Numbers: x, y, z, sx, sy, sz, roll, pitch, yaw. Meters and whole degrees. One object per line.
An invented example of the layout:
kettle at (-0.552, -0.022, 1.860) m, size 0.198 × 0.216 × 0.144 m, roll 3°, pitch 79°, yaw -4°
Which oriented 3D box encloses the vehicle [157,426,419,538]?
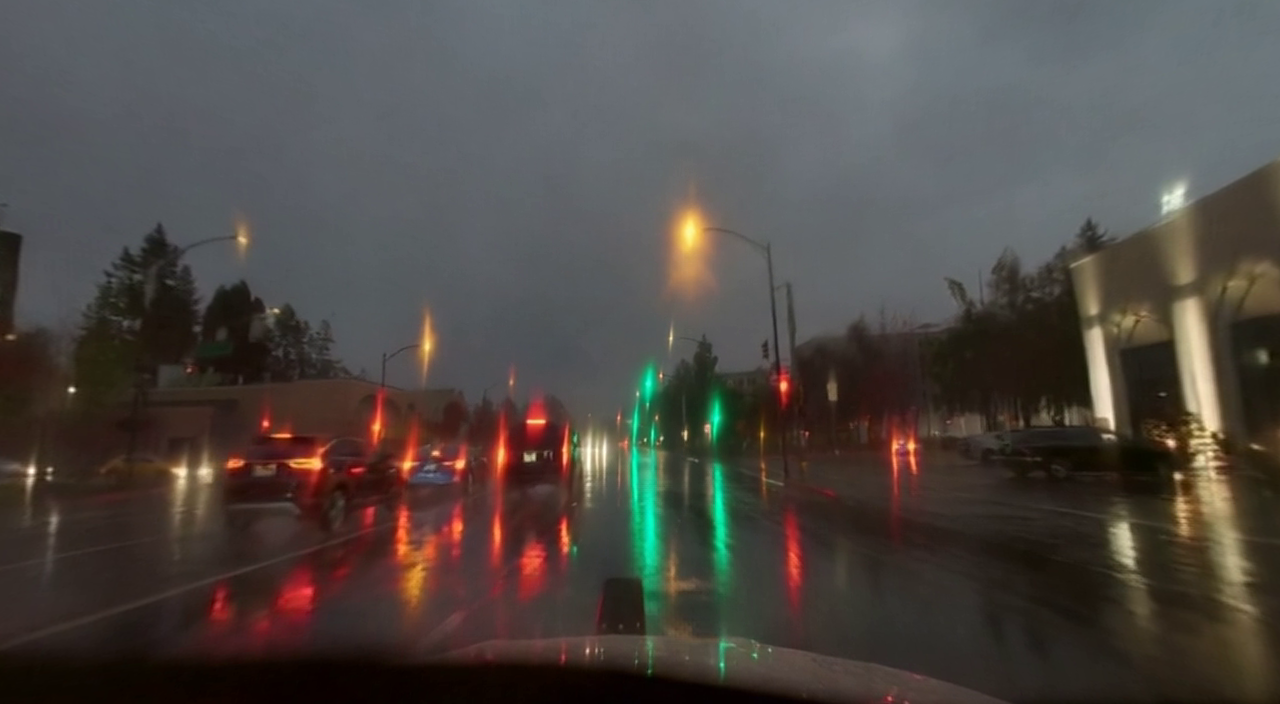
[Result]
vehicle at (-6.043, 2.268, 11.745) m, size 2.228 × 1.652 × 4.593 m, roll 0°, pitch -8°, yaw 0°

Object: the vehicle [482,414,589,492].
vehicle at (-3.126, 3.206, 20.328) m, size 2.496 × 2.155 × 5.468 m, roll 0°, pitch -8°, yaw 0°

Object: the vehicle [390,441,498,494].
vehicle at (-6.005, 3.576, 19.988) m, size 1.982 × 1.452 × 4.463 m, roll 0°, pitch -8°, yaw 0°
